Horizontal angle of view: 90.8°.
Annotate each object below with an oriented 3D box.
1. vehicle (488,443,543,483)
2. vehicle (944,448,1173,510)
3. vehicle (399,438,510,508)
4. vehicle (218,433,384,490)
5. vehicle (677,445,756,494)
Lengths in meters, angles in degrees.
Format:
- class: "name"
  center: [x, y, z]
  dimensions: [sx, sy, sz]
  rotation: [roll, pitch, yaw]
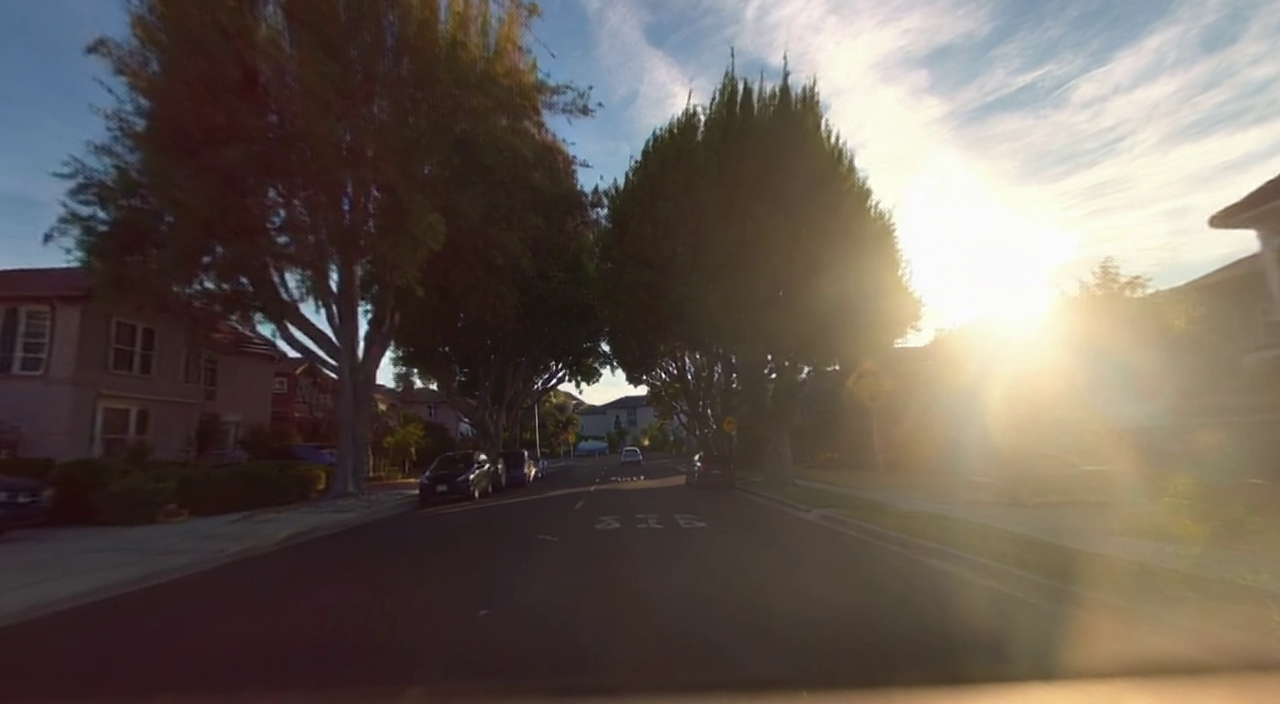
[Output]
- class: "vehicle"
  center: [-6.449, 5.842, 33.187]
  dimensions: [2.027, 1.803, 4.306]
  rotation: [-4, -10, -1]
- class: "vehicle"
  center: [10.722, 3.250, 16.441]
  dimensions: [4.628, 1.403, 1.926]
  rotation: [0, -9, -3]
- class: "vehicle"
  center: [-5.898, 3.842, 20.848]
  dimensions: [2.155, 1.907, 5.100]
  rotation: [-2, -7, 0]
- class: "vehicle"
  center: [-13.230, 4.298, 24.945]
  dimensions: [5.234, 2.076, 2.197]
  rotation: [0, -9, 1]
- class: "vehicle"
  center: [2.549, 4.047, 22.209]
  dimensions: [2.047, 1.532, 4.350]
  rotation: [0, -9, -3]
